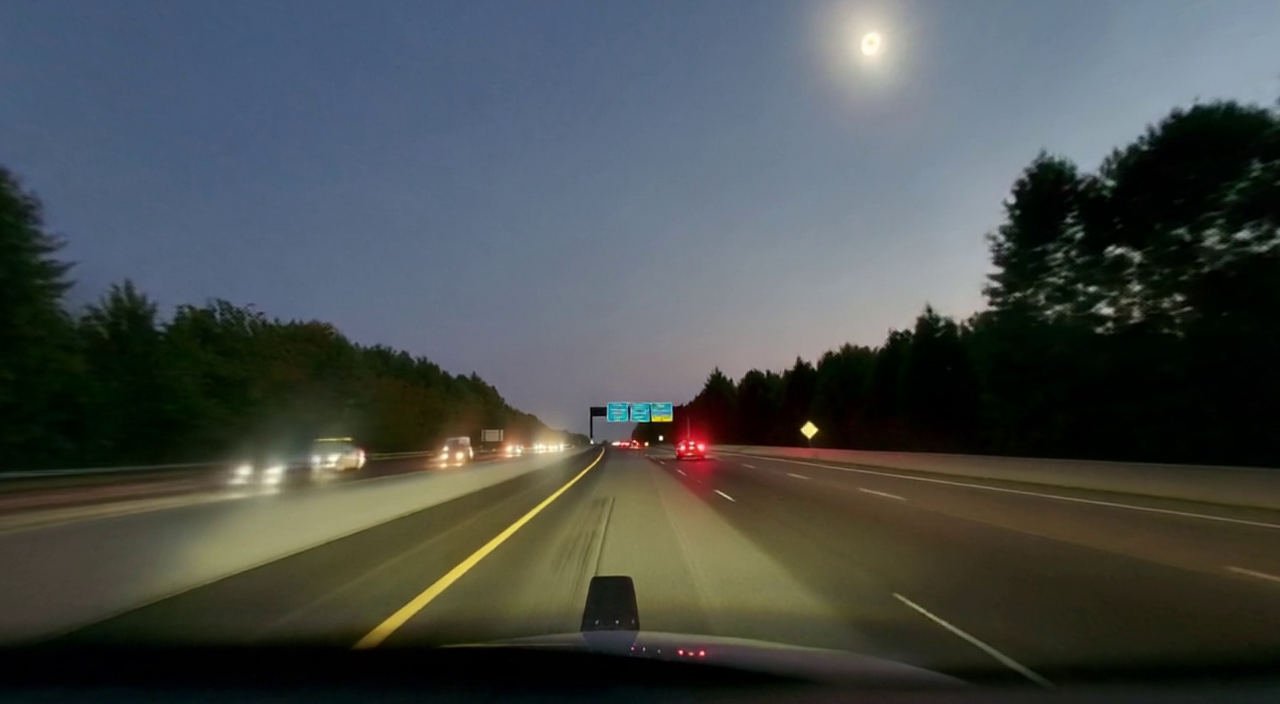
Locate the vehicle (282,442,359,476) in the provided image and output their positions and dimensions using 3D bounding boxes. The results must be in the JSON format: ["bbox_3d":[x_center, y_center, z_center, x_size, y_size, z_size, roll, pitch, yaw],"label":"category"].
[{"bbox_3d":[-17.079,5.728,33.972,1.847,1.643,4.549,0,-8,-1],"label":"vehicle"}]

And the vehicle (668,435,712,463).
[{"bbox_3d":[2.800,5.561,36.277,1.958,1.526,4.227,0,-8,-3],"label":"vehicle"}]

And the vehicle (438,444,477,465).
[{"bbox_3d":[-13.570,7.623,46.999,1.966,1.488,3.645,0,-8,-2],"label":"vehicle"}]

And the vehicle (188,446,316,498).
[{"bbox_3d":[-12.836,3.947,21.190,1.820,1.509,3.968,0,-8,-1],"label":"vehicle"}]
